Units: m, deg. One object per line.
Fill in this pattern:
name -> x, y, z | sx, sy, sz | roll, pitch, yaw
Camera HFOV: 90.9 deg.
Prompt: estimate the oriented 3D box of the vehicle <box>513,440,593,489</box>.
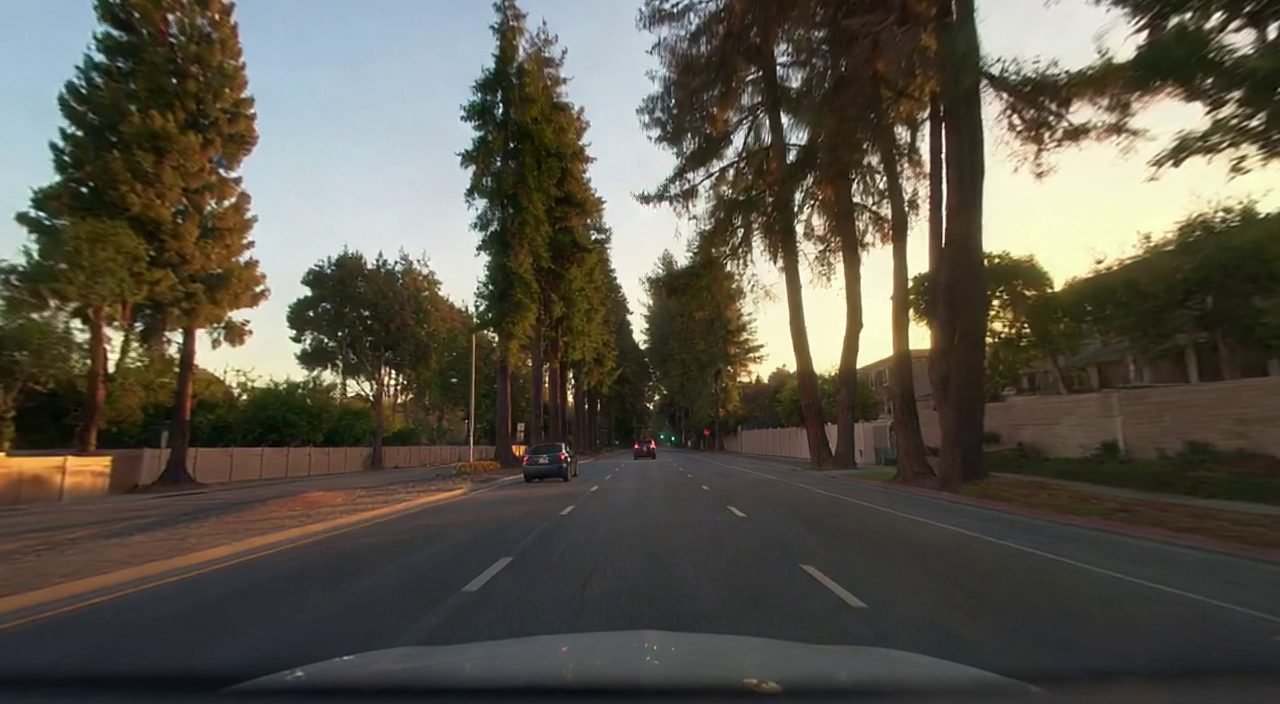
vehicle -> -2.802, 3.744, 21.329 | 2.021, 1.466, 4.330 | 0, -9, 1
